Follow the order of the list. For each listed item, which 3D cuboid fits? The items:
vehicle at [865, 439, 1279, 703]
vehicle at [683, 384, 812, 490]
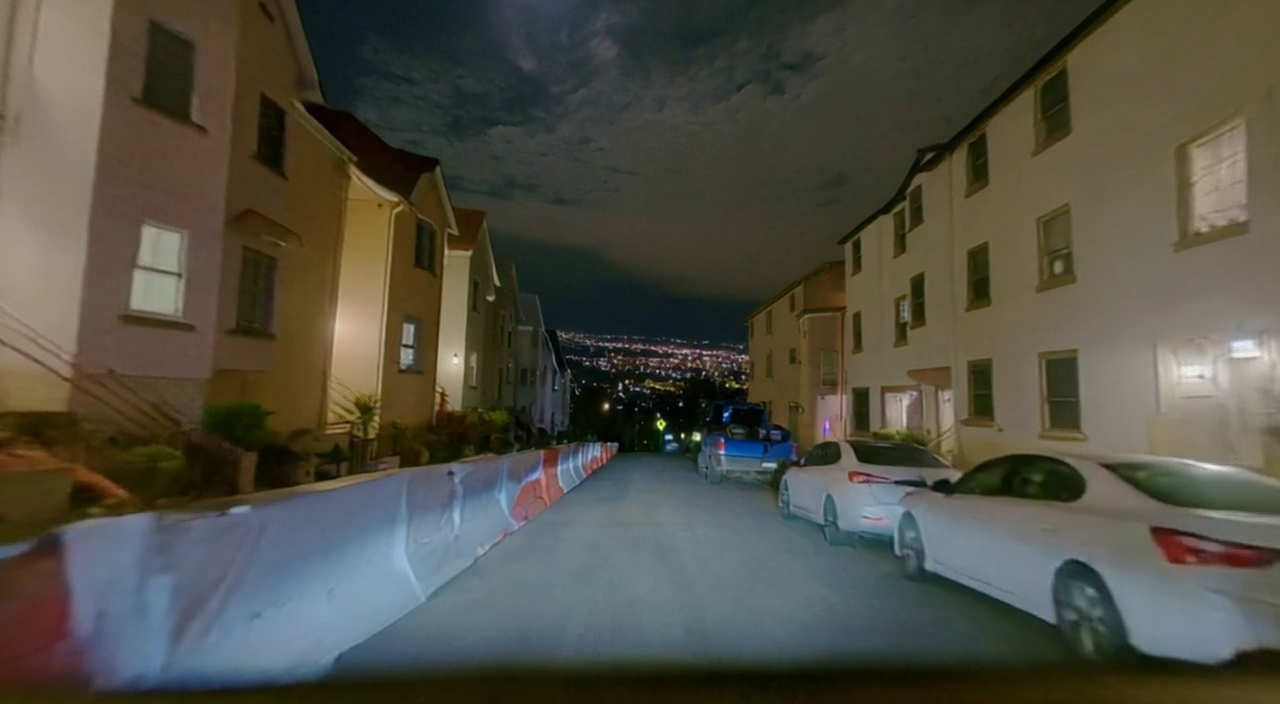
[{"bbox_3d":[3.364,1.379,4.652,1.805,1.436,4.201,0,-8,-1],"label":"vehicle"},{"bbox_3d":[3.059,2.659,19.835,2.879,2.801,6.142,0,-8,-1],"label":"vehicle"}]
